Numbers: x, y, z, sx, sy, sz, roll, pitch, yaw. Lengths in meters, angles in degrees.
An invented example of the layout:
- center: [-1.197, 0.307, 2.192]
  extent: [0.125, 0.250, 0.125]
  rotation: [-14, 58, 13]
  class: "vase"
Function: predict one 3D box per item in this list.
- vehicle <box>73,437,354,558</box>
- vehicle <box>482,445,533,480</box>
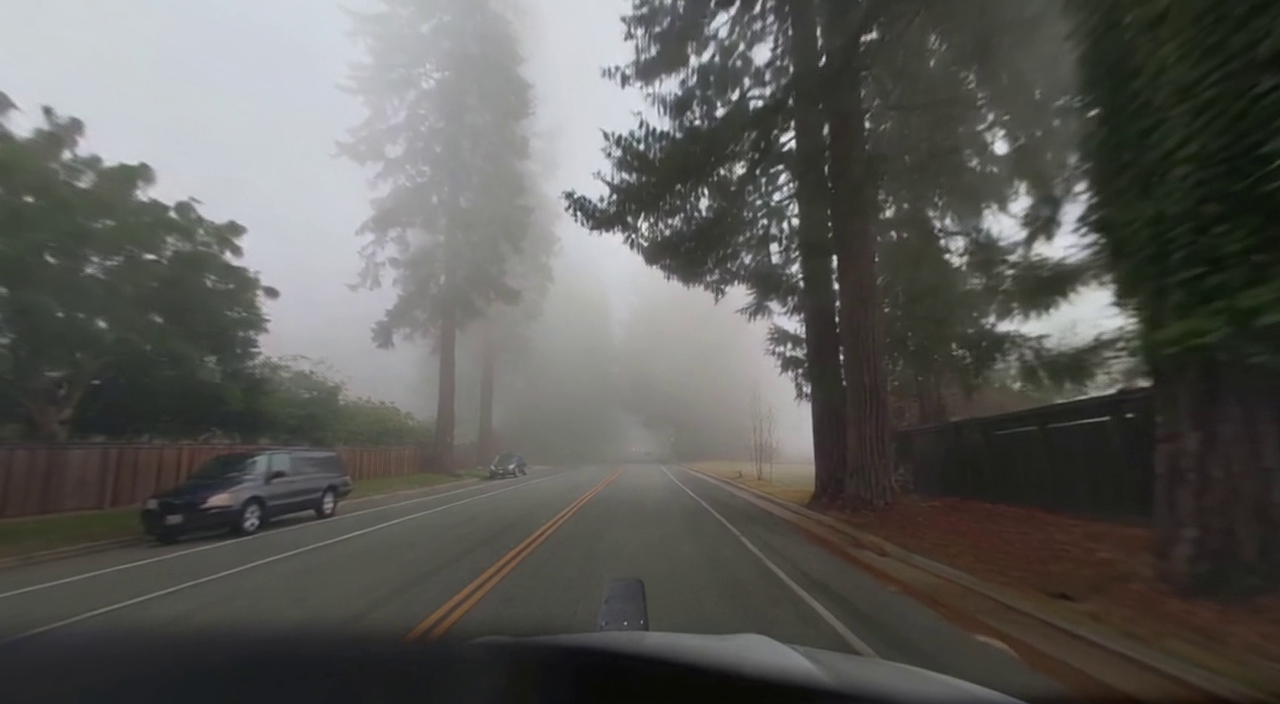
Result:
- center: [-7.477, 2.507, 11.807]
  extent: [1.999, 1.714, 4.517]
  rotation: [-3, -8, 3]
  class: "vehicle"
- center: [-7.537, 6.280, 36.188]
  extent: [1.945, 1.760, 4.021]
  rotation: [-3, -8, 2]
  class: "vehicle"
